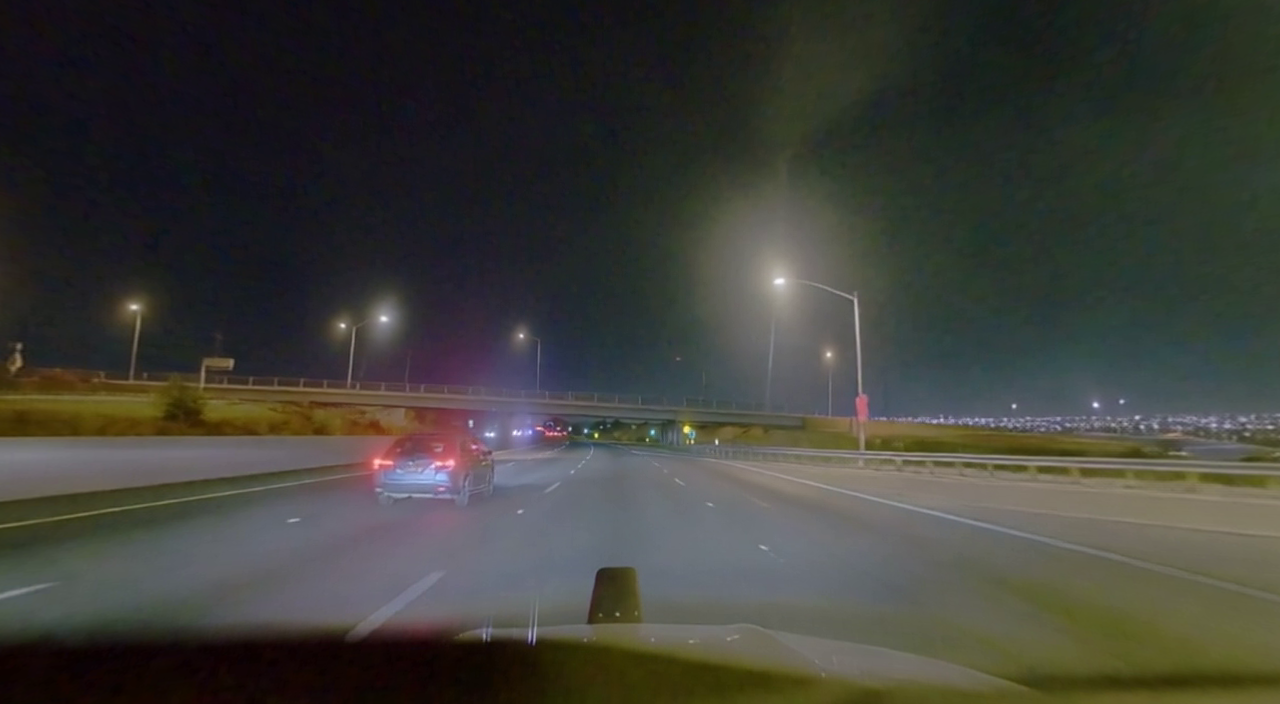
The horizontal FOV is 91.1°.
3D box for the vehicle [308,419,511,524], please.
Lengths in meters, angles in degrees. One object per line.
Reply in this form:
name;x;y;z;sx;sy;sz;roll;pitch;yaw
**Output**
vehicle;-4.062;2.183;12.168;2.123;1.601;4.887;0;-8;-1
